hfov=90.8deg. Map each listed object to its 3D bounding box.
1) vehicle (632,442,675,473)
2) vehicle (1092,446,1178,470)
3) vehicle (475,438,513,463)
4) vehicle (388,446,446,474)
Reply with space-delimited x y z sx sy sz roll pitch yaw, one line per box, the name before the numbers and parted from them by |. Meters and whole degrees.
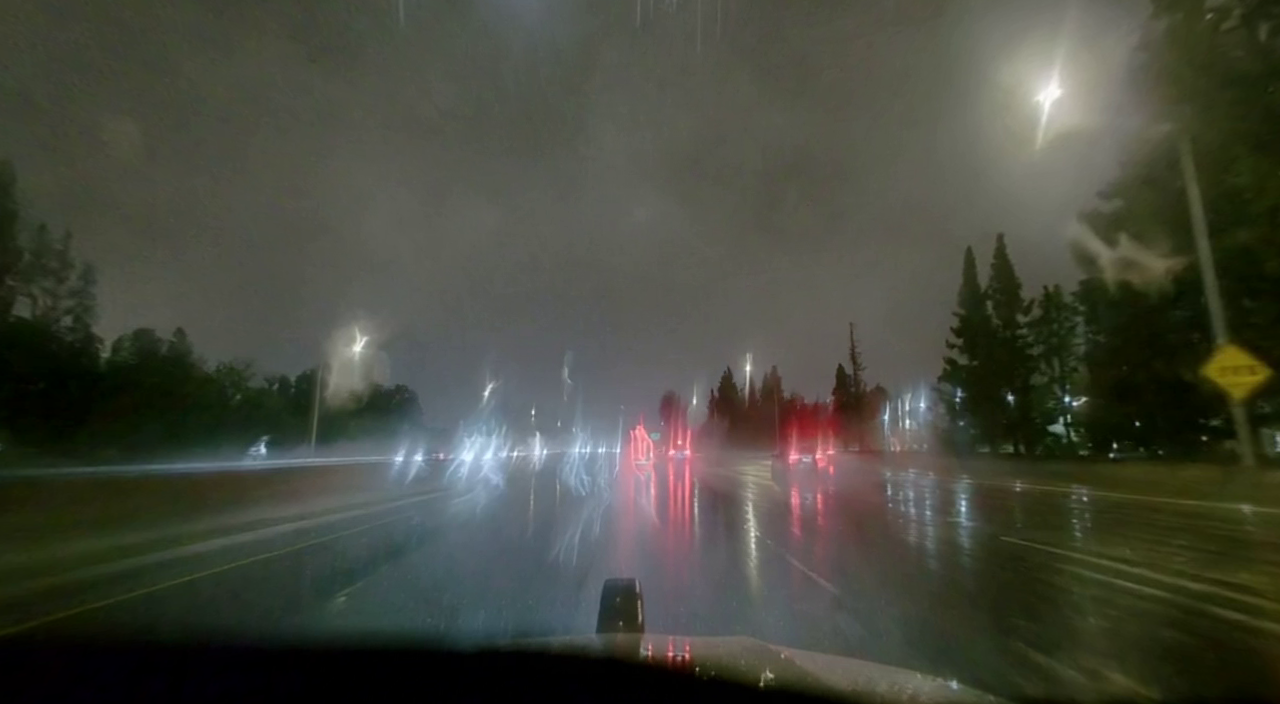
vehicle | 0.719 6.144 36.924 2.124 1.673 4.545 1 -9 -4
vehicle | 32.270 6.907 41.345 1.886 1.450 4.349 1 -9 -4
vehicle | -9.882 6.673 43.110 1.853 1.600 4.030 1 -8 -3
vehicle | -14.409 6.971 41.089 1.945 1.685 4.730 0 -8 1
